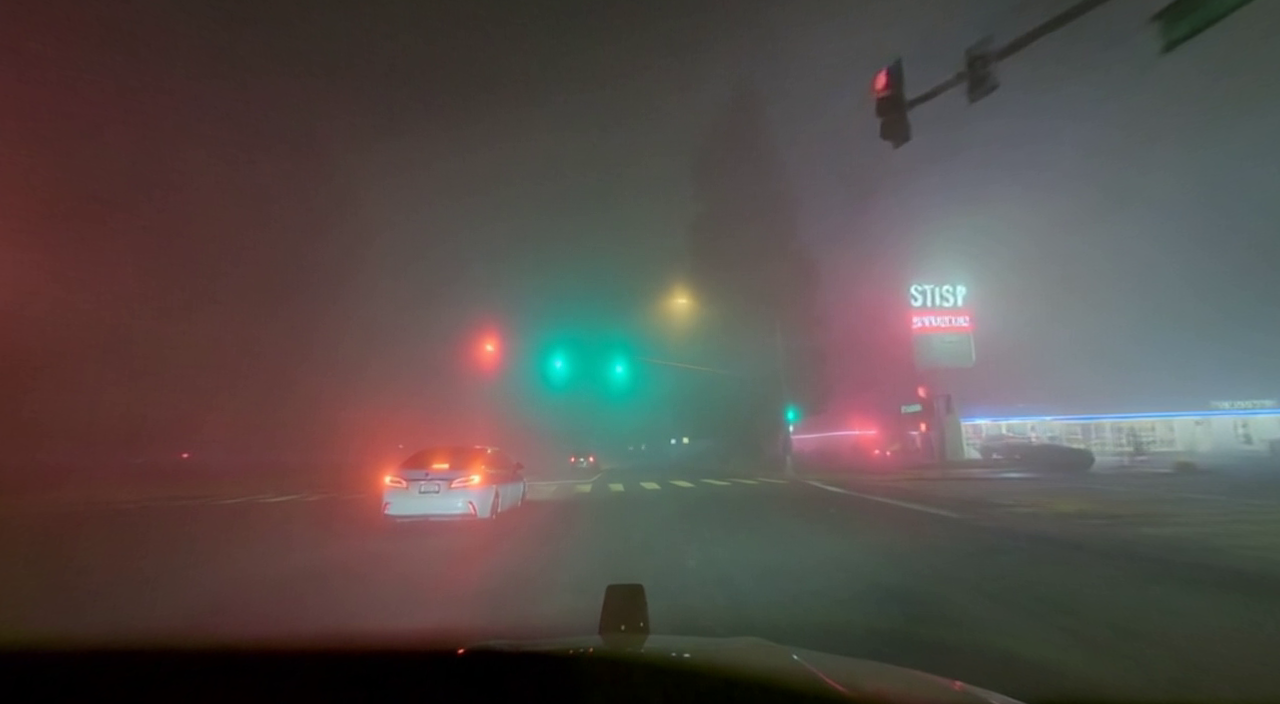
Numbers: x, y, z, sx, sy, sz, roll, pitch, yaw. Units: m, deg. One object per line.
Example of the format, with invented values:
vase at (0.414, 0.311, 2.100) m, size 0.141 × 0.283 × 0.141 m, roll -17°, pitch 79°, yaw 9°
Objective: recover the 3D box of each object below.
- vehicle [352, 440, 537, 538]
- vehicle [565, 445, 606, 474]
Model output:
vehicle at (-3.356, 2.433, 11.883) m, size 2.018 × 1.477 × 4.401 m, roll 0°, pitch -9°, yaw 1°
vehicle at (-3.358, 6.699, 39.630) m, size 2.109 × 1.692 × 4.220 m, roll 0°, pitch -9°, yaw 0°
